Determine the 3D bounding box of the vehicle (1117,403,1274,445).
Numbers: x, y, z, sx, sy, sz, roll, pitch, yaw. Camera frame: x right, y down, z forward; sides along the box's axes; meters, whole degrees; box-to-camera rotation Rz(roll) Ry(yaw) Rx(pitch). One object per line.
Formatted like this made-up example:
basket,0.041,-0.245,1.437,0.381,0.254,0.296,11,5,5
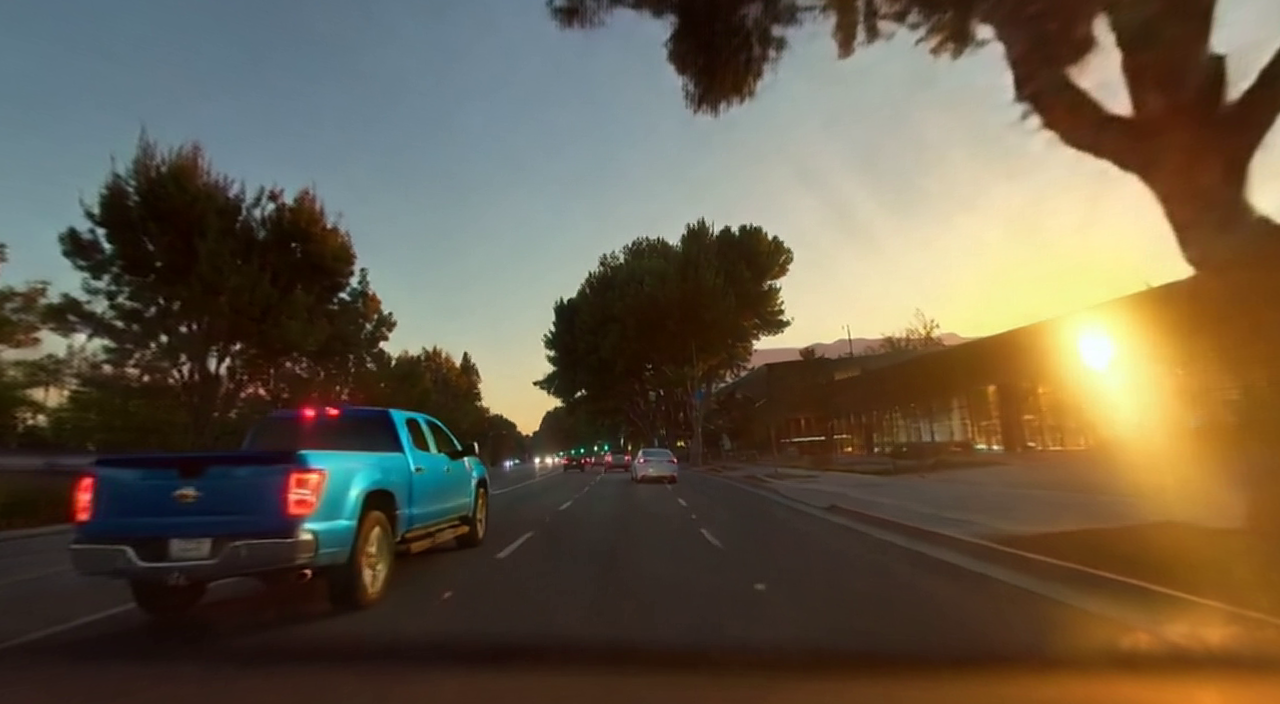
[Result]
vehicle,23.183,3.094,26.569,4.588,1.525,1.979,-6,-11,32

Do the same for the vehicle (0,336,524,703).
vehicle,-3.049,1.370,6.380,2.512,1.992,5.725,-1,-9,2

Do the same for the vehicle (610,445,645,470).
vehicle,-0.895,6.894,41.202,2.047,1.502,3.873,0,-9,-5

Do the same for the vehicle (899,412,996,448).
vehicle,22.387,5.747,46.043,6.027,2.377,2.245,-5,-10,26

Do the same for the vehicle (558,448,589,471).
vehicle,-4.547,7.354,43.272,2.018,1.458,4.350,0,-9,-5

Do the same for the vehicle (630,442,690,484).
vehicle,0.706,4.470,25.557,2.142,1.528,4.133,0,-9,-2
